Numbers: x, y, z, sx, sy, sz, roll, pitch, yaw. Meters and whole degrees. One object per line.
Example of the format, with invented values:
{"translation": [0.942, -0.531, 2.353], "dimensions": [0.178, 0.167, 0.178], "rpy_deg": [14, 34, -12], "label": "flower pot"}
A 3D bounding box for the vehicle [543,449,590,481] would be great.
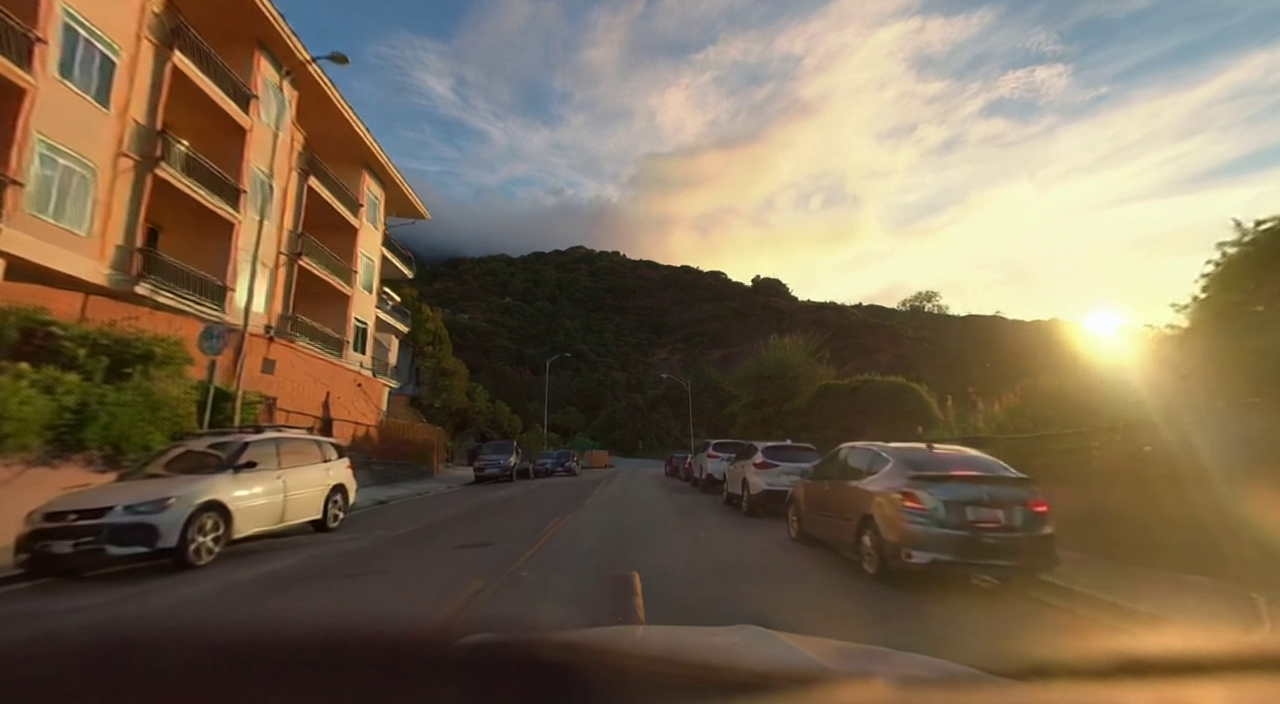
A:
{"translation": [-3.573, 5.624, 31.357], "dimensions": [1.856, 1.474, 4.522], "rpy_deg": [0, -10, -1], "label": "vehicle"}

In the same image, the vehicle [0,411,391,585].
{"translation": [-6.191, 1.984, 9.616], "dimensions": [2.374, 1.843, 5.638], "rpy_deg": [0, -9, 1], "label": "vehicle"}

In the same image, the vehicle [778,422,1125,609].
{"translation": [3.218, 1.768, 7.781], "dimensions": [1.926, 1.602, 4.433], "rpy_deg": [0, -9, -1], "label": "vehicle"}

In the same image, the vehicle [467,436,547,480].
{"translation": [-6.425, 5.369, 31.330], "dimensions": [2.692, 1.949, 5.948], "rpy_deg": [0, -11, 0], "label": "vehicle"}

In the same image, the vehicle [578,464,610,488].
{"translation": [-3.320, 9.148, 46.135], "dimensions": [2.102, 1.621, 4.627], "rpy_deg": [0, -13, -2], "label": "vehicle"}
